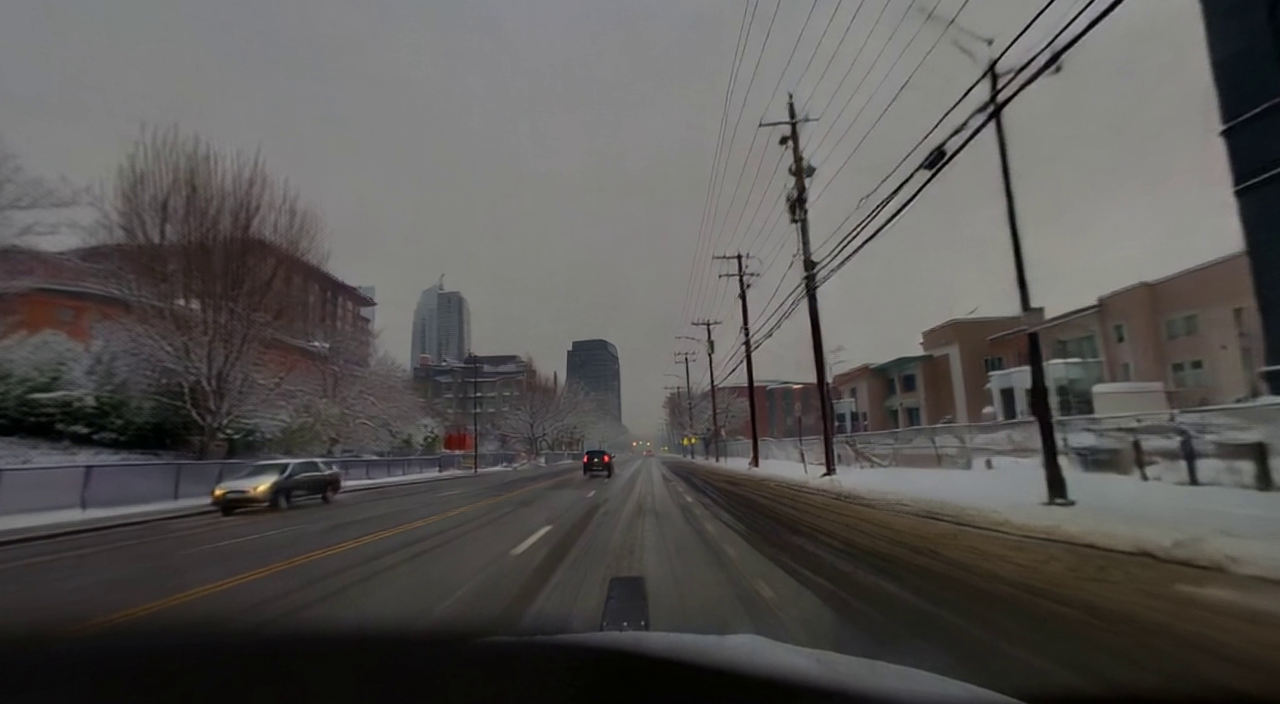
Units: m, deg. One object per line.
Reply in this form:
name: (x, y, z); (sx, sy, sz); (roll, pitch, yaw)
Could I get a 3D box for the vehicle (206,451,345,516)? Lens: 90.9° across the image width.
vehicle: (-11.981, 4.296, 21.135); (2.052, 1.898, 4.253); (-1, -8, 1)

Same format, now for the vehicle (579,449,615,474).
vehicle: (-2.940, 7.594, 43.958); (2.036, 1.589, 4.549); (-1, -8, 1)
